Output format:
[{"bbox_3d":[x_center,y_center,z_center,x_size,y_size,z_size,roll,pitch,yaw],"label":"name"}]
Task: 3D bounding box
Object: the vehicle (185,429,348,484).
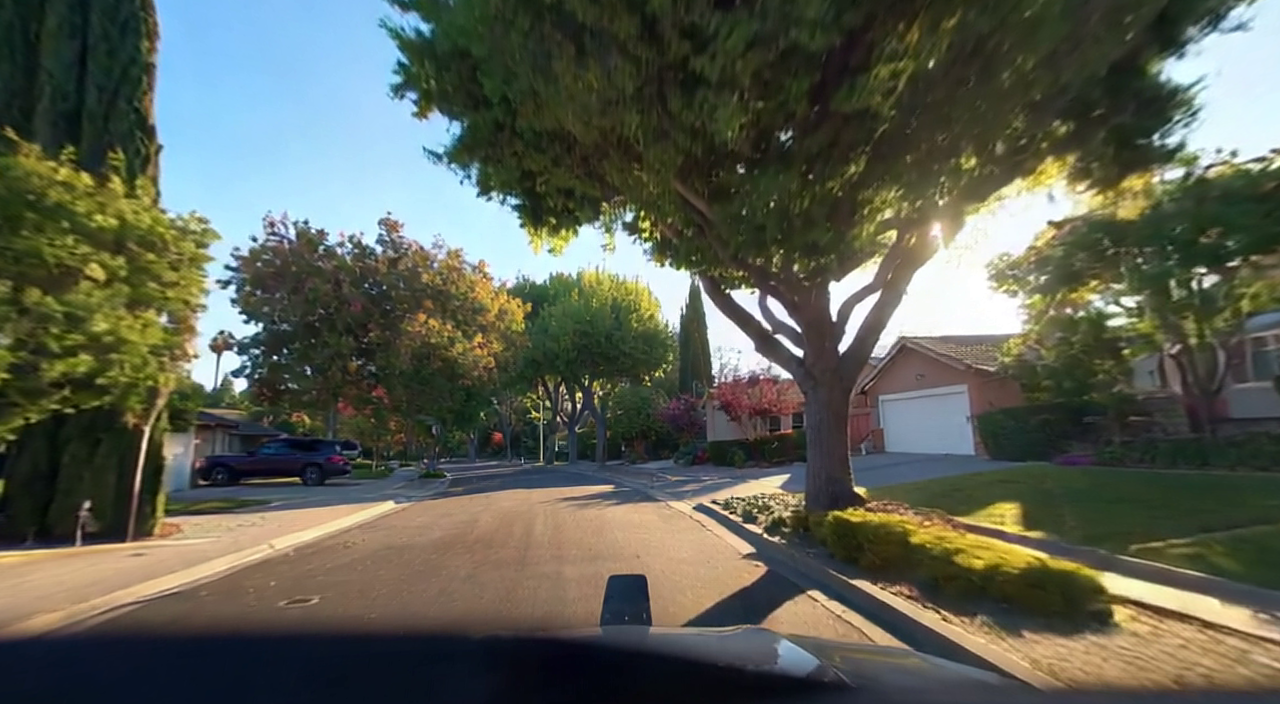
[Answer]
[{"bbox_3d":[-13.625,3.808,23.412,4.961,1.757,1.971,2,-9,-24],"label":"vehicle"}]
